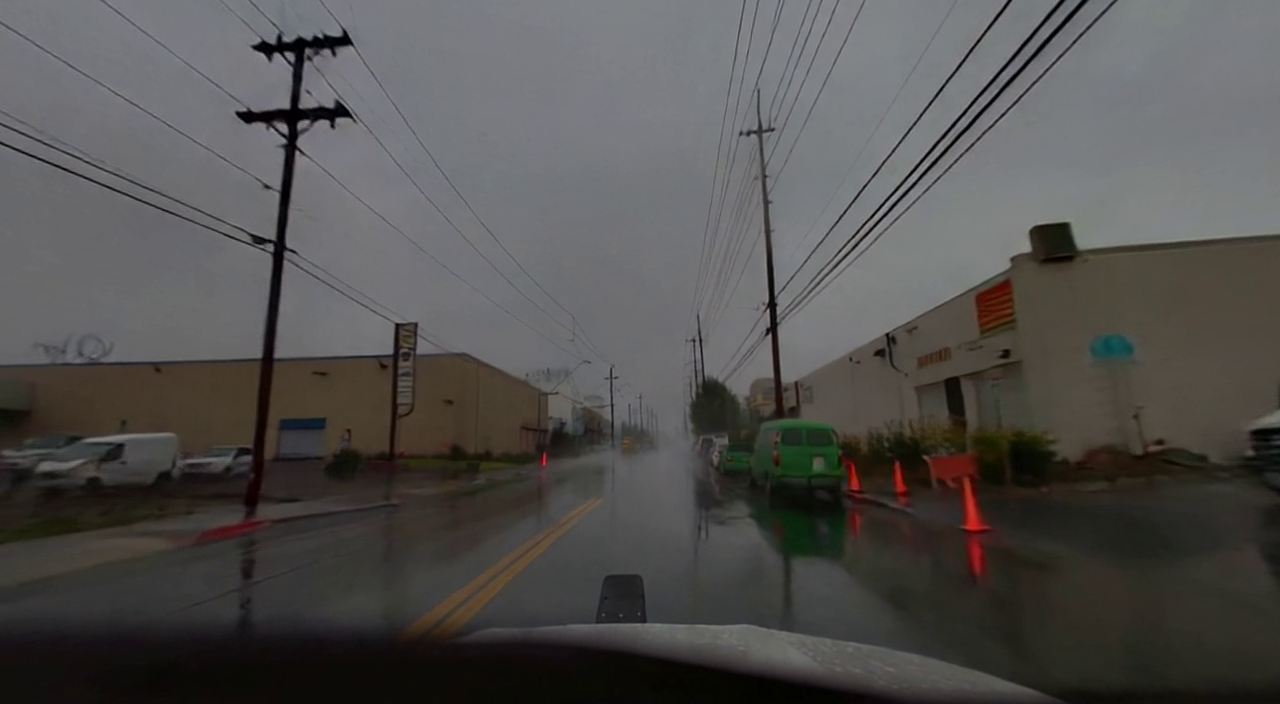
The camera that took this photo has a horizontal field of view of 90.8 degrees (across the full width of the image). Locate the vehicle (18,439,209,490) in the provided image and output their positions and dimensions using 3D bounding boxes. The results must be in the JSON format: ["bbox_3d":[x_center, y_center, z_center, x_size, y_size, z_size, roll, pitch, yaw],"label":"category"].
[{"bbox_3d":[-18.818,4.043,23.025,2.102,1.628,5.130,-2,-9,9],"label":"vehicle"}]

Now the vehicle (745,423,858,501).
[{"bbox_3d":[4.584,3.217,18.862,2.010,1.985,5.124,0,-9,0],"label":"vehicle"}]
